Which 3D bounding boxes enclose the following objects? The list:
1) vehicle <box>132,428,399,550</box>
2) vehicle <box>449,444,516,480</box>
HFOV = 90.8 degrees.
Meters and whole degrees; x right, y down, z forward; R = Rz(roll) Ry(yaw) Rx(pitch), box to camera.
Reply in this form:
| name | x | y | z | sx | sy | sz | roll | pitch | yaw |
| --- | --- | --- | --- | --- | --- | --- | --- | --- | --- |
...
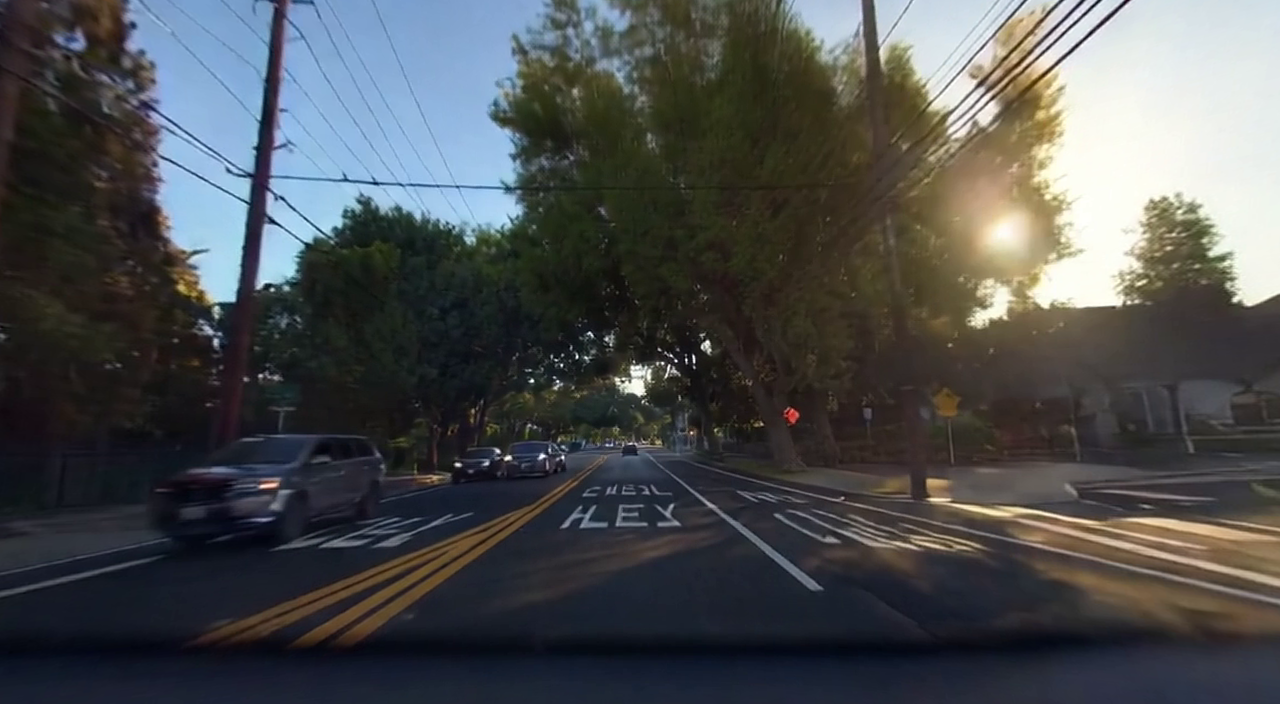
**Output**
| name | x | y | z | sx | sy | sz | roll | pitch | yaw |
| --- | --- | --- | --- | --- | --- | --- | --- | --- | --- |
| vehicle | -6.217 | 2.290 | 11.322 | 2.157 | 1.711 | 4.460 | 0 | -9 | -2 |
| vehicle | -7.270 | 5.129 | 29.683 | 2.056 | 1.516 | 4.386 | 0 | -9 | 0 |
